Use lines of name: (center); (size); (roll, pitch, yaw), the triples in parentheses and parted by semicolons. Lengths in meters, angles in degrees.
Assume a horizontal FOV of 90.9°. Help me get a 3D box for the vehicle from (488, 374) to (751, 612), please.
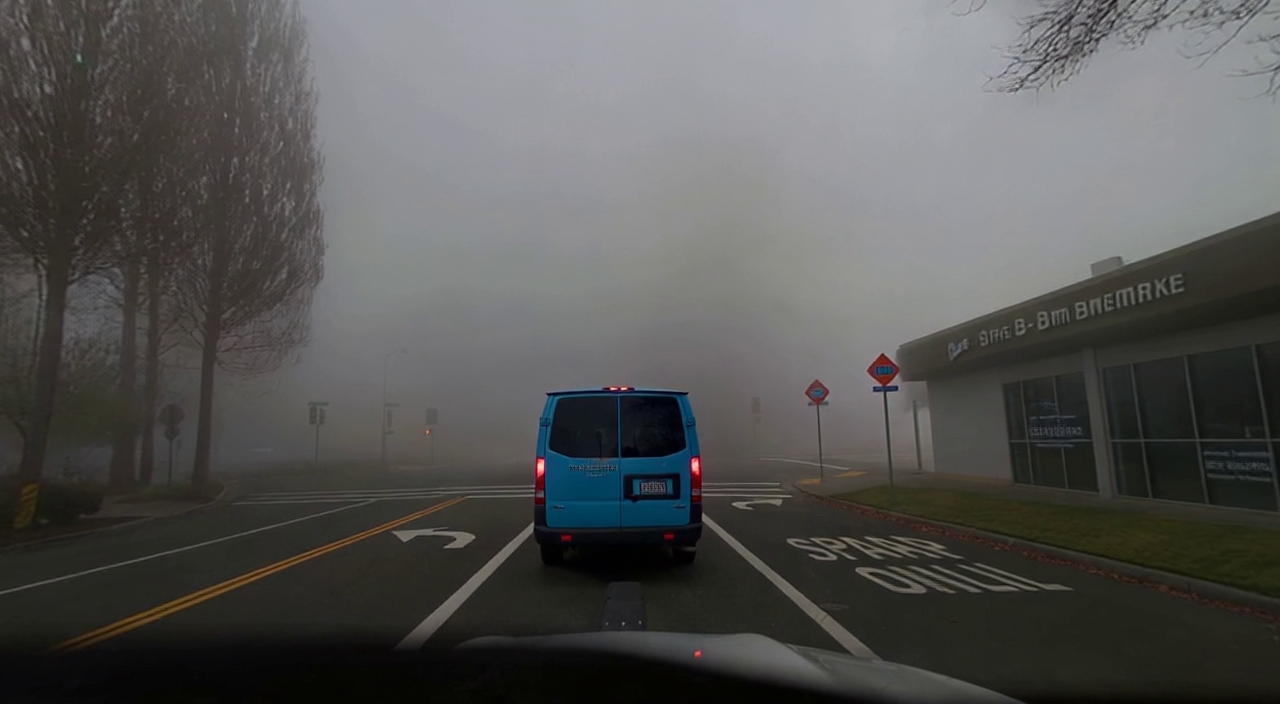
vehicle: (-0.296, 1.469, 7.298); (2.181, 1.949, 3.932); (1, -9, -4)
